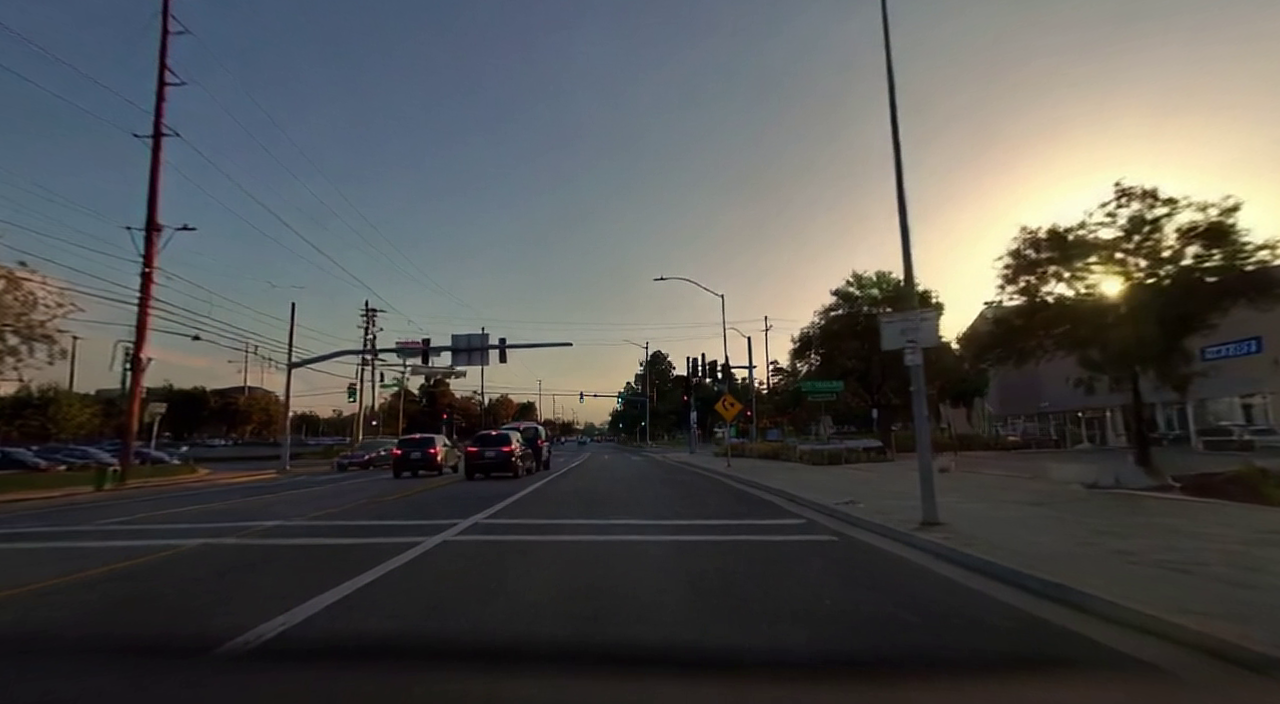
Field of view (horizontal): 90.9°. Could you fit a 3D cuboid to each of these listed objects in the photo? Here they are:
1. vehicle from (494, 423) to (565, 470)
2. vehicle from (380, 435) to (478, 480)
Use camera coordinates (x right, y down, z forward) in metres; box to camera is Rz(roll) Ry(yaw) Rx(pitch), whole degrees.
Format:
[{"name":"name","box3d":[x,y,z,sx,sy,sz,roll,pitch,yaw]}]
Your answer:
[{"name":"vehicle","box3d":[-4.847,4.256,28.482,2.371,1.926,5.099,0,-8,-1]},{"name":"vehicle","box3d":[-7.486,3.765,22.838,2.010,1.455,4.271,0,-8,1]}]
